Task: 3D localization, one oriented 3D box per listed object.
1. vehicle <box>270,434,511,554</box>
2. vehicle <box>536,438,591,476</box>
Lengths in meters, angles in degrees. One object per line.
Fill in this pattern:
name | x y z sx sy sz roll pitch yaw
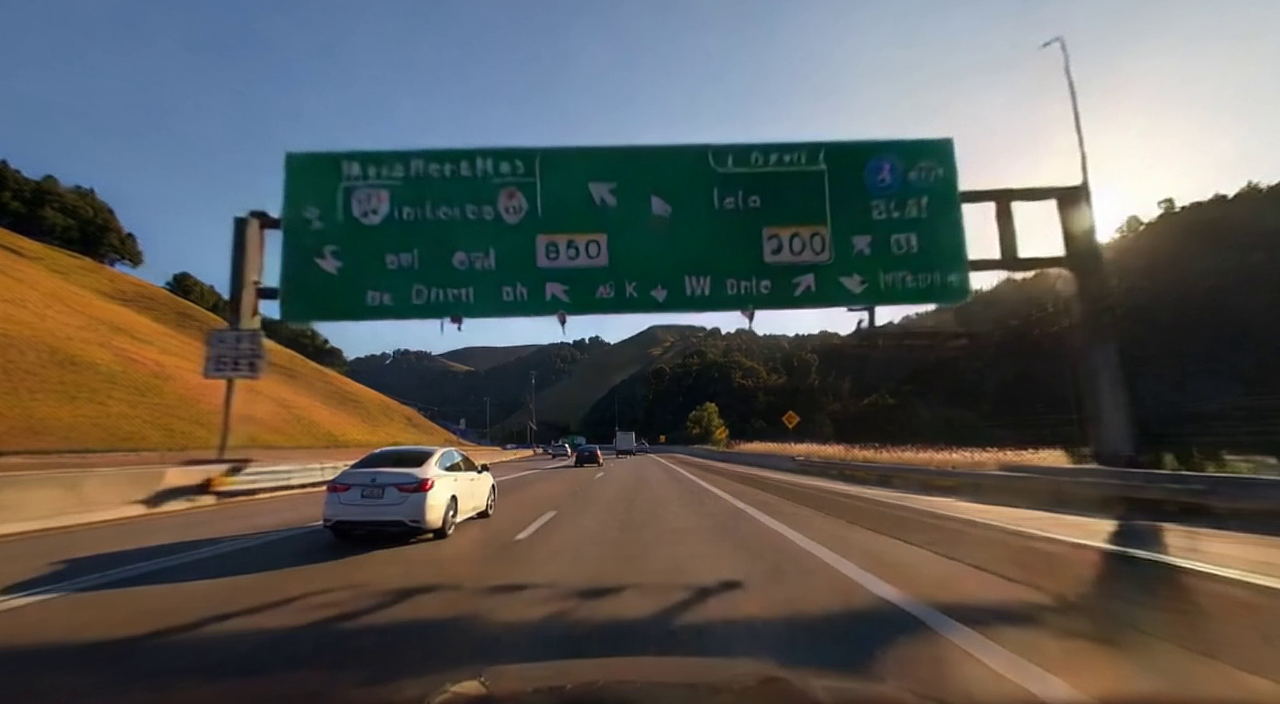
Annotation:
vehicle | -3.524 2.095 10.029 1.988 1.440 4.504 0 -9 0
vehicle | -3.566 4.991 30.148 2.073 1.694 4.162 0 -9 1
